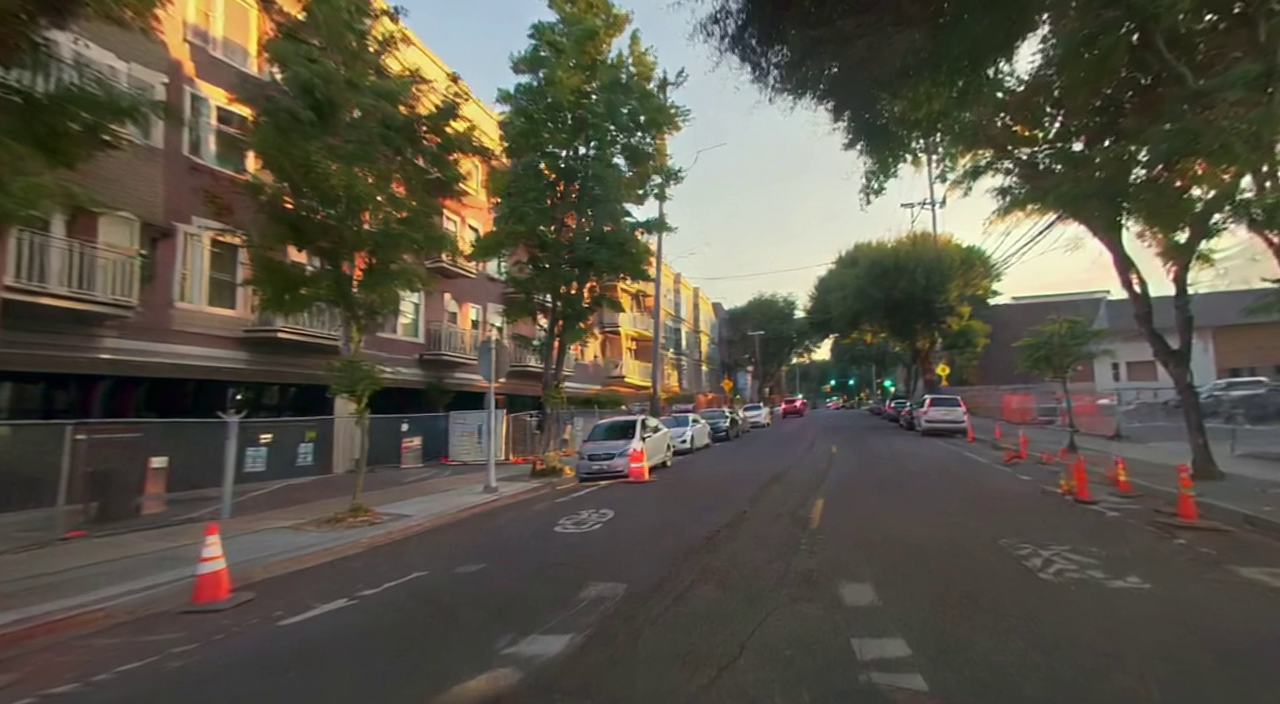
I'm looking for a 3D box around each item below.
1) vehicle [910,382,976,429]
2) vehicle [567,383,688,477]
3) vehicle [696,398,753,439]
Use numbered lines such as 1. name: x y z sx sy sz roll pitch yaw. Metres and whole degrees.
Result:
1. vehicle: 13.410 2.457 28.205 1.994 1.857 4.393 -1 -8 17
2. vehicle: -0.201 2.140 16.911 1.894 2.186 3.901 -4 -9 20
3. vehicle: 3.967 3.131 29.024 1.996 1.695 4.127 -3 -9 15
